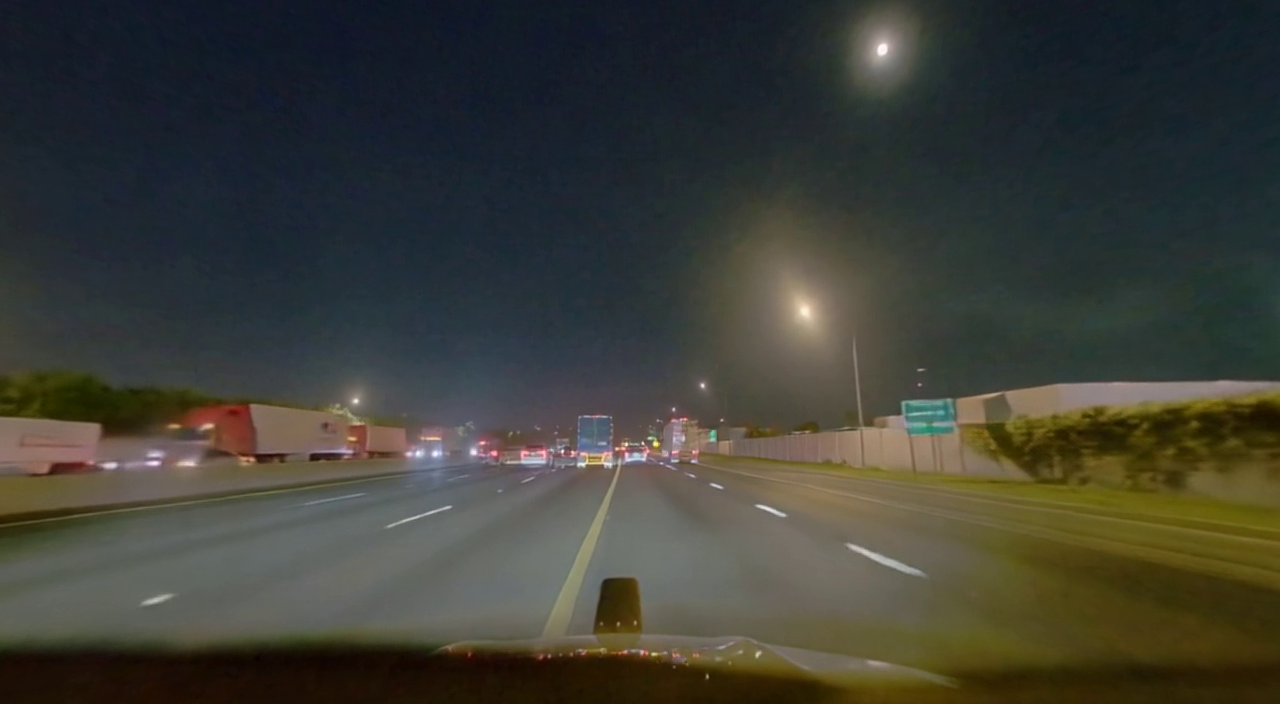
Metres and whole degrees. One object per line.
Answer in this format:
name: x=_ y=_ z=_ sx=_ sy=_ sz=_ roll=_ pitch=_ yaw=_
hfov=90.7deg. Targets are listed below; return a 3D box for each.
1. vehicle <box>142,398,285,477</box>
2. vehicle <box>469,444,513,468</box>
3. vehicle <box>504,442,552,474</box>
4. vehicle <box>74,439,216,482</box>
vehicle: x=-22.847 y=4.699 z=34.521 sx=2.995 sy=3.817 sz=6.961 roll=0 pitch=-9 yaw=-2
vehicle: x=-11.031 y=7.726 z=47.179 sx=2.129 sy=1.717 sz=4.593 roll=0 pitch=-9 yaw=0
vehicle: x=-6.228 y=5.960 z=35.736 sx=2.132 sy=1.679 sz=4.045 roll=0 pitch=-9 yaw=-2
vehicle: x=-18.897 y=4.161 z=24.488 sx=1.928 sy=1.475 sz=4.536 roll=0 pitch=-9 yaw=-2
